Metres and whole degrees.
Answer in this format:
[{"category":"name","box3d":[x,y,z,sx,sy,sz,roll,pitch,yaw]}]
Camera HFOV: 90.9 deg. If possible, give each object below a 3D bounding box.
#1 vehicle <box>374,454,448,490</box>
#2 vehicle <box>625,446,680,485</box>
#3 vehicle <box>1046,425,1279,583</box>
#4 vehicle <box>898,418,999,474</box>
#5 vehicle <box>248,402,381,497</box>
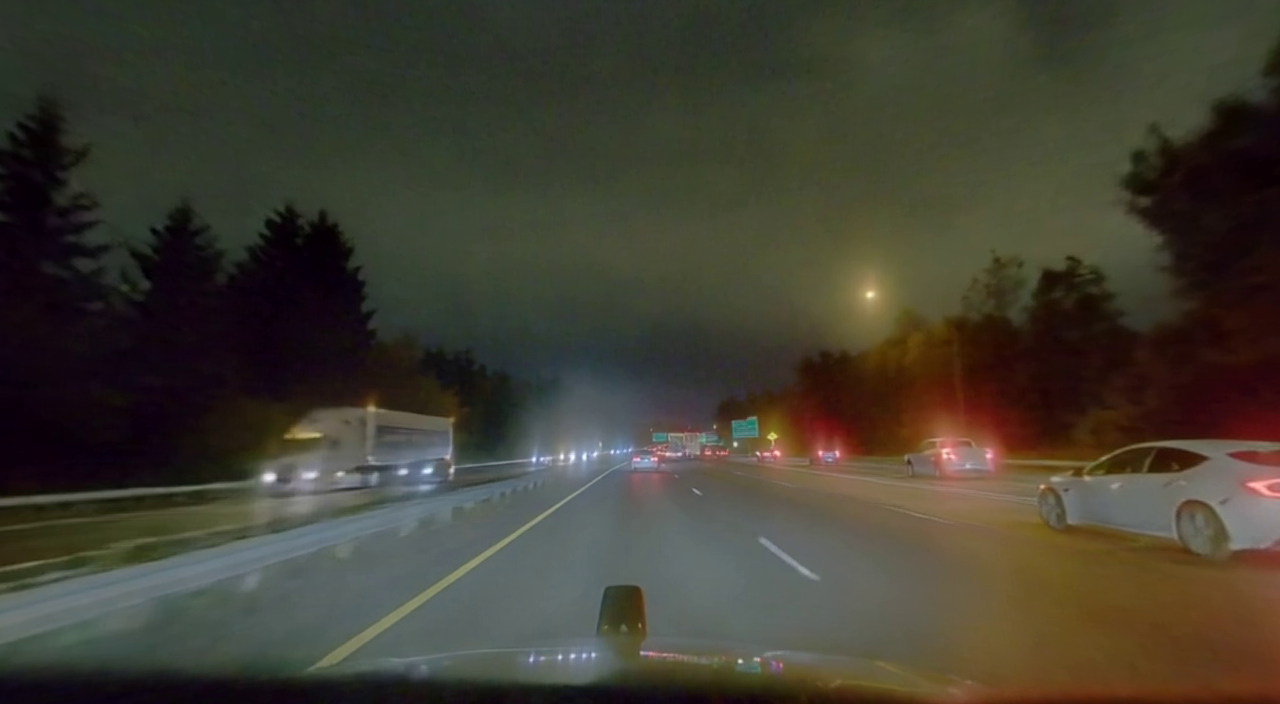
[{"category":"vehicle","box3d":[-11.255,5.915,31.295,2.090,1.604,4.087,0,-9,1]},{"category":"vehicle","box3d":[0.518,4.826,27.102,2.177,1.520,4.278,0,-9,0]},{"category":"vehicle","box3d":[7.152,1.625,7.110,1.977,1.502,4.670,0,-9,-1]},{"category":"vehicle","box3d":[14.674,4.555,30.399,2.115,2.446,5.323,0,-9,0]},{"category":"vehicle","box3d":[-15.096,4.598,29.870,2.978,4.012,5.911,0,-9,0]}]
